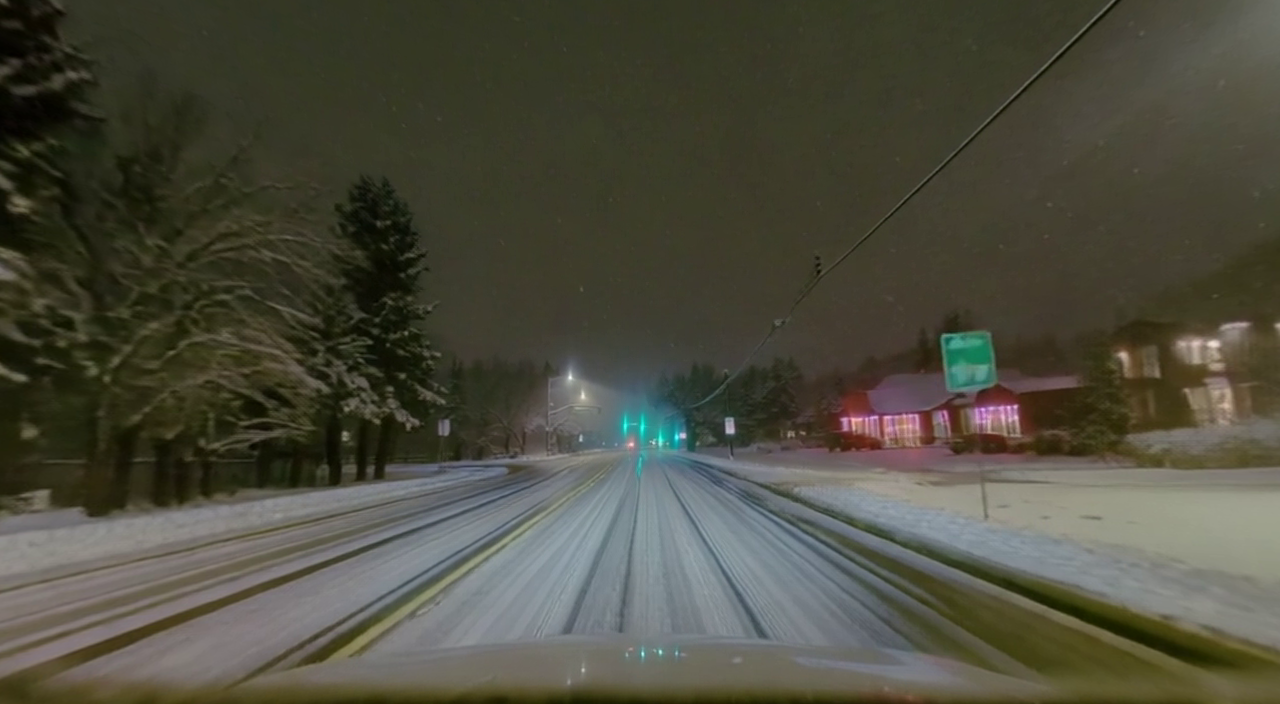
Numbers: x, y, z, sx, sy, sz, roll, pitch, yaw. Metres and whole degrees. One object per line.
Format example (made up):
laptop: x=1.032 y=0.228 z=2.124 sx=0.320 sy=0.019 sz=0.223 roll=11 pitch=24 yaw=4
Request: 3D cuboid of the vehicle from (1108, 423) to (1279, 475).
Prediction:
vehicle: x=20.108 y=3.547 z=23.085 sx=4.151 sy=1.730 sz=2.131 roll=0 pitch=-9 yaw=2
